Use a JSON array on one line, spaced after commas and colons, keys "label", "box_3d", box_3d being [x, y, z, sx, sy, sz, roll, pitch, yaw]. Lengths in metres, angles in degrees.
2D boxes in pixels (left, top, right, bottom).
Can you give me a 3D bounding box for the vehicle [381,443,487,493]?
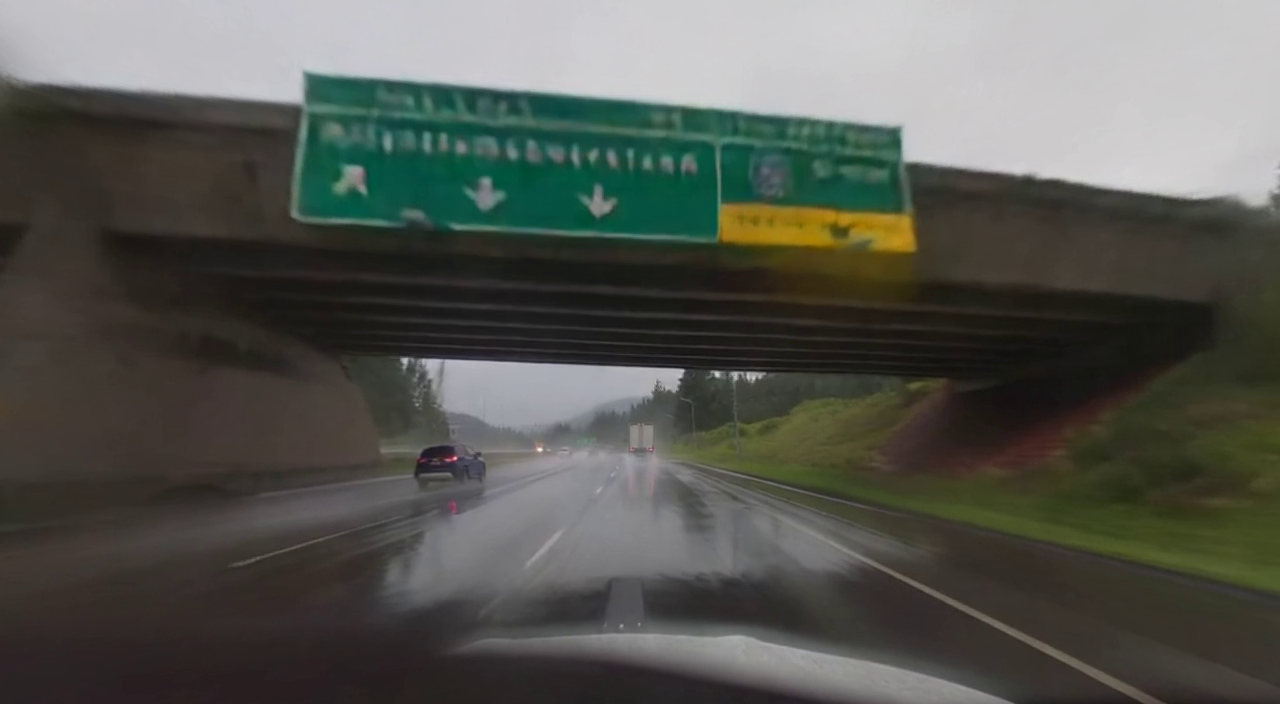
[{"label": "vehicle", "box_3d": [-6.791, 3.860, 21.435, 2.038, 1.489, 4.603, 0, -9, 0]}]
